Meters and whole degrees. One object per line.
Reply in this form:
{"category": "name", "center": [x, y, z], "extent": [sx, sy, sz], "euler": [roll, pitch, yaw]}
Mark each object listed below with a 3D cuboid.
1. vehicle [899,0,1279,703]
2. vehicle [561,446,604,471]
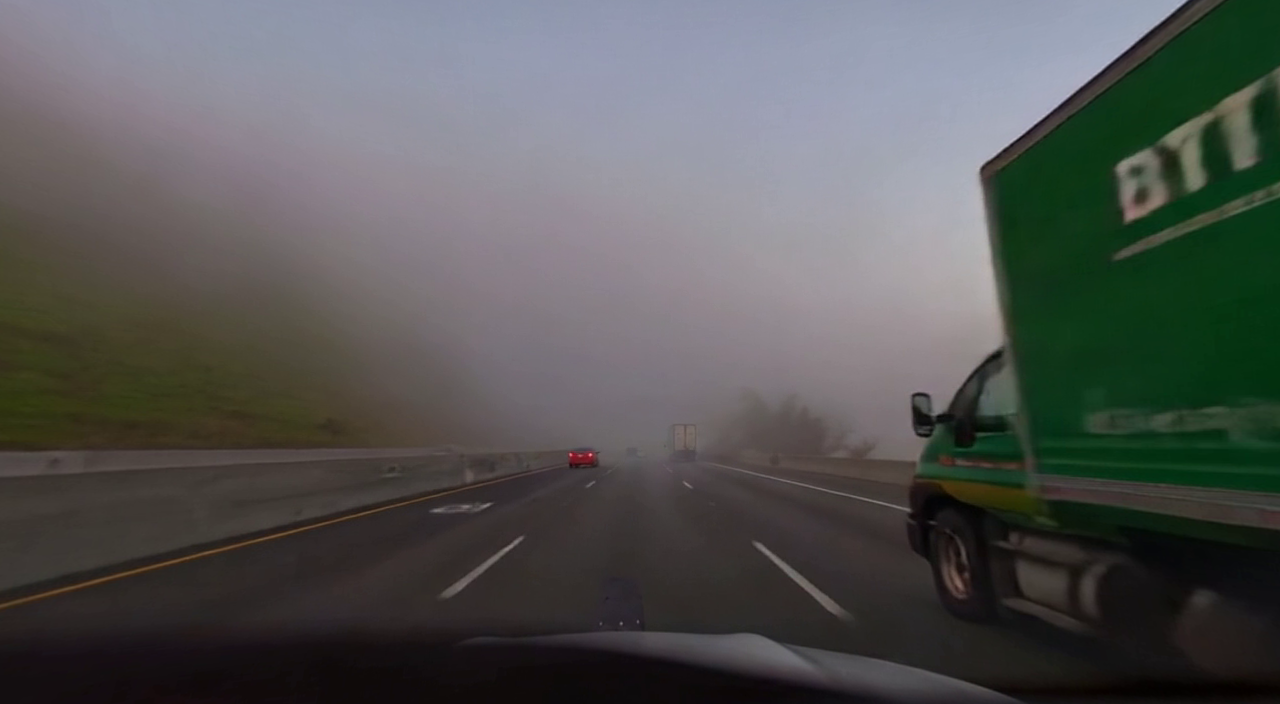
{"category": "vehicle", "center": [4.013, -0.302, 2.610], "extent": [2.999, 4.023, 6.337], "euler": [0, -9, -1]}
{"category": "vehicle", "center": [-3.502, 6.605, 39.310], "extent": [2.060, 1.475, 5.314], "euler": [0, -9, 1]}
